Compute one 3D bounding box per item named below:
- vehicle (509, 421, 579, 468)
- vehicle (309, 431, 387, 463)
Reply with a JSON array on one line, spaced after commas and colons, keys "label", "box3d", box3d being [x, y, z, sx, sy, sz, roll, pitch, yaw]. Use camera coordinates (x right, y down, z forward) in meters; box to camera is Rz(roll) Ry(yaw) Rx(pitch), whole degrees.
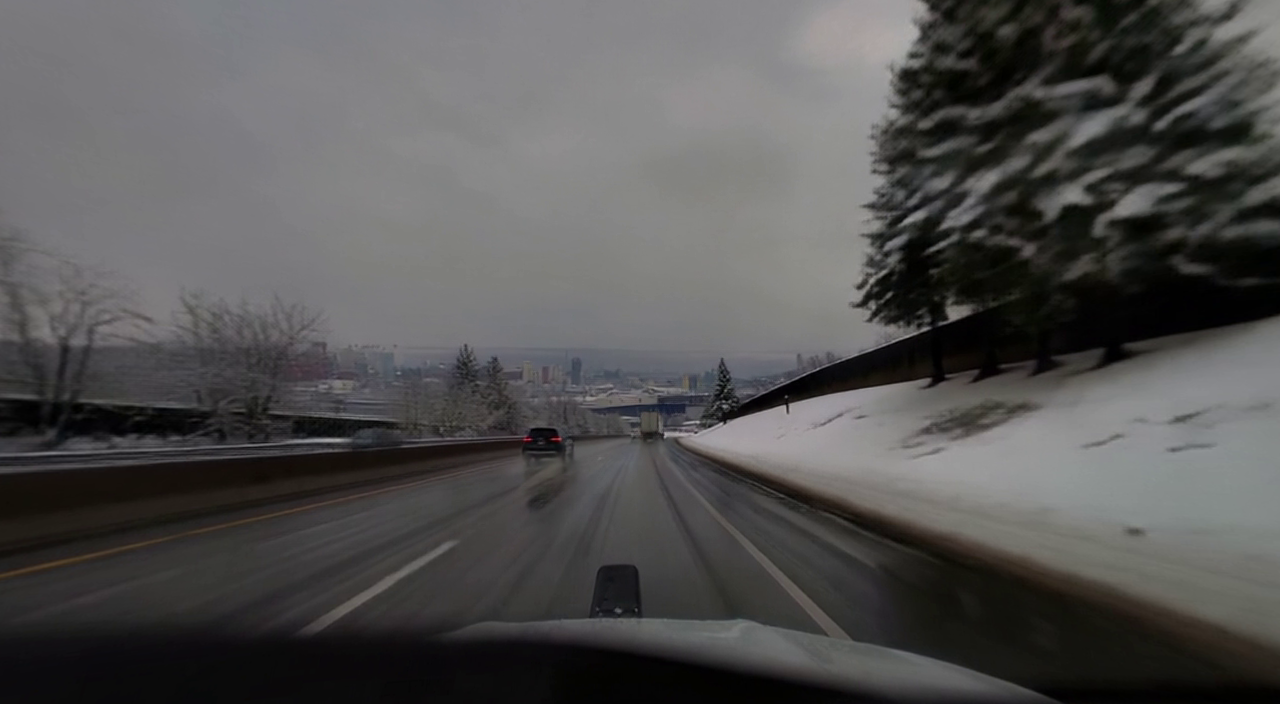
[{"label": "vehicle", "box3d": [-3.690, 3.656, 24.966, 2.018, 1.678, 4.312, 0, -8, 1]}, {"label": "vehicle", "box3d": [-15.132, 4.940, 32.899, 1.848, 1.505, 4.527, 0, -8, 1]}]
